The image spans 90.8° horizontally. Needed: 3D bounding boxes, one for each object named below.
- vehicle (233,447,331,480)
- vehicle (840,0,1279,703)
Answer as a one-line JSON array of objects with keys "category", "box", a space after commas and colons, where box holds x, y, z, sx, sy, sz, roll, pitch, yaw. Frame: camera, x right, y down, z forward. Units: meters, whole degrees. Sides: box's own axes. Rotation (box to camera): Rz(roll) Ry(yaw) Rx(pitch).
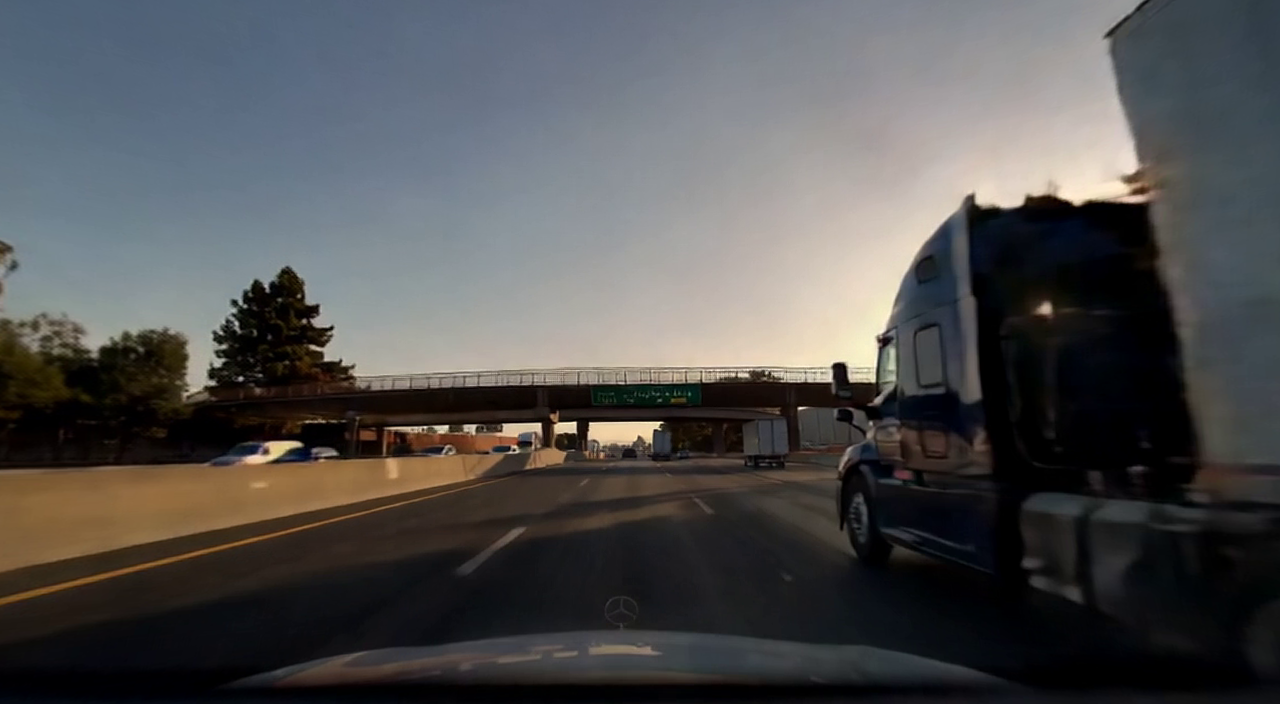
[{"category": "vehicle", "box": [-18.176, 5.674, 32.442, 2.085, 1.544, 4.950, 0, -9, 1]}, {"category": "vehicle", "box": [3.335, -0.348, 1.700, 3.210, 4.239, 7.307, 0, -9, 1]}]
